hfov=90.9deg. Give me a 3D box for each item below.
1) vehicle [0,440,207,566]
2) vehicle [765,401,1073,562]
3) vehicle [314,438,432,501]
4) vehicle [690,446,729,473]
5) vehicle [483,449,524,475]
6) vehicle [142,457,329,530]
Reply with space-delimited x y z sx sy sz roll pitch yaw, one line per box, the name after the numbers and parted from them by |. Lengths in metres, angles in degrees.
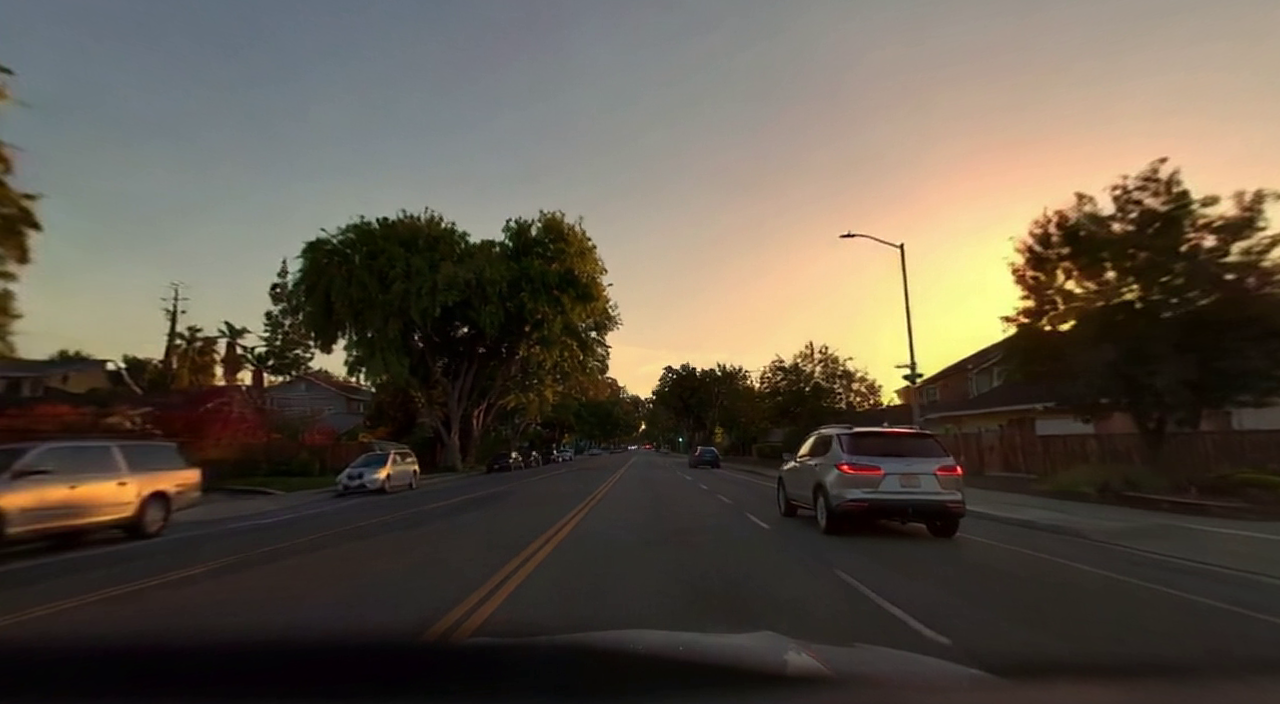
-10.669 2.533 10.986 2.261 1.851 5.724 -2 -9 -1 | vehicle
3.895 1.975 10.476 2.497 1.889 5.833 0 -9 1 | vehicle
-10.462 4.637 25.336 2.254 2.127 5.697 -3 -9 0 | vehicle
4.098 6.414 37.820 1.956 1.492 4.425 -1 -9 1 | vehicle
-10.248 8.276 47.712 2.083 1.791 4.585 -2 -9 1 | vehicle
-10.616 3.714 17.086 2.006 1.476 4.570 -3 -8 1 | vehicle
